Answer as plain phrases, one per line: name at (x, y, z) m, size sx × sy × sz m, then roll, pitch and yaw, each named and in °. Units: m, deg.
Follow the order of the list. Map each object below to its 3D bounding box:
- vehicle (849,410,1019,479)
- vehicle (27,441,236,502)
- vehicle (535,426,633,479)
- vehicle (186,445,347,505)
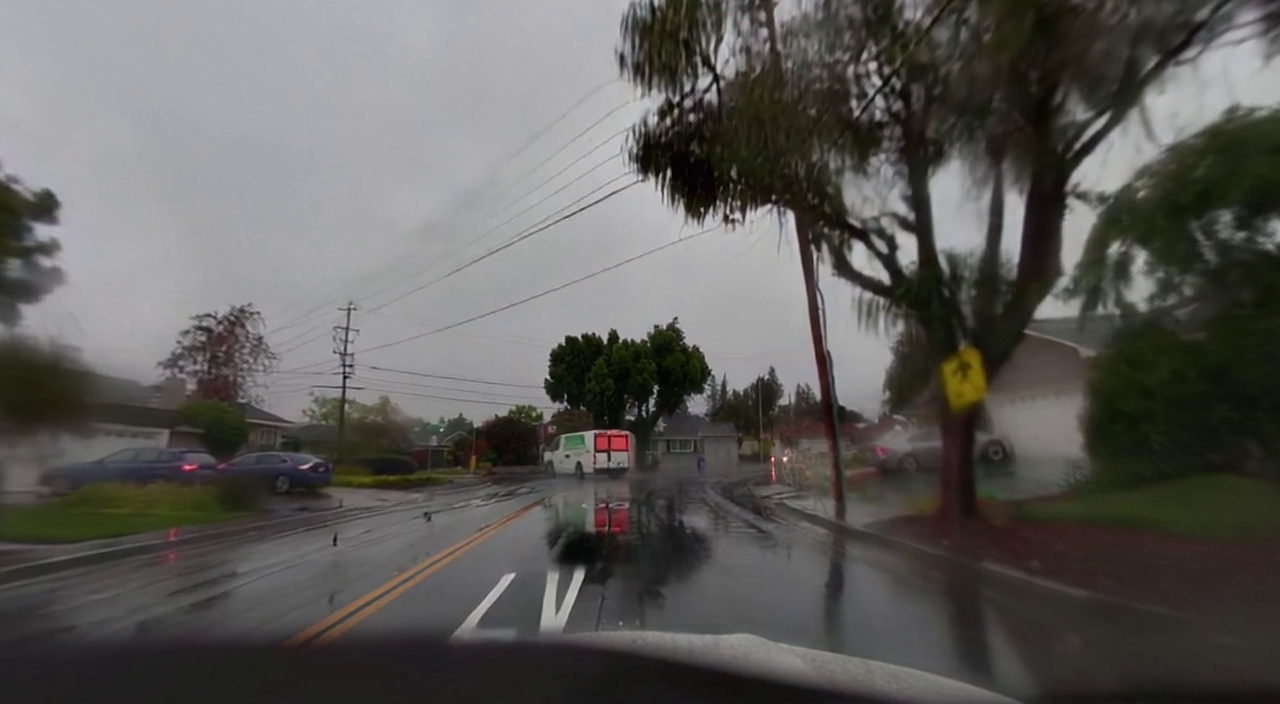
vehicle at (9.962, 3.196, 21.734) m, size 4.658 × 1.536 × 2.090 m, roll -9°, pitch -10°, yaw 1°
vehicle at (-16.398, 3.856, 20.632) m, size 4.881 × 1.828 × 2.111 m, roll 0°, pitch -9°, yaw -2°
vehicle at (-3.741, 6.374, 40.366) m, size 2.929 × 3.058 × 7.559 m, roll 6°, pitch -10°, yaw -34°
vehicle at (-13.599, 4.568, 23.272) m, size 4.550 × 1.655 × 2.143 m, roll -5°, pitch -15°, yaw -1°
